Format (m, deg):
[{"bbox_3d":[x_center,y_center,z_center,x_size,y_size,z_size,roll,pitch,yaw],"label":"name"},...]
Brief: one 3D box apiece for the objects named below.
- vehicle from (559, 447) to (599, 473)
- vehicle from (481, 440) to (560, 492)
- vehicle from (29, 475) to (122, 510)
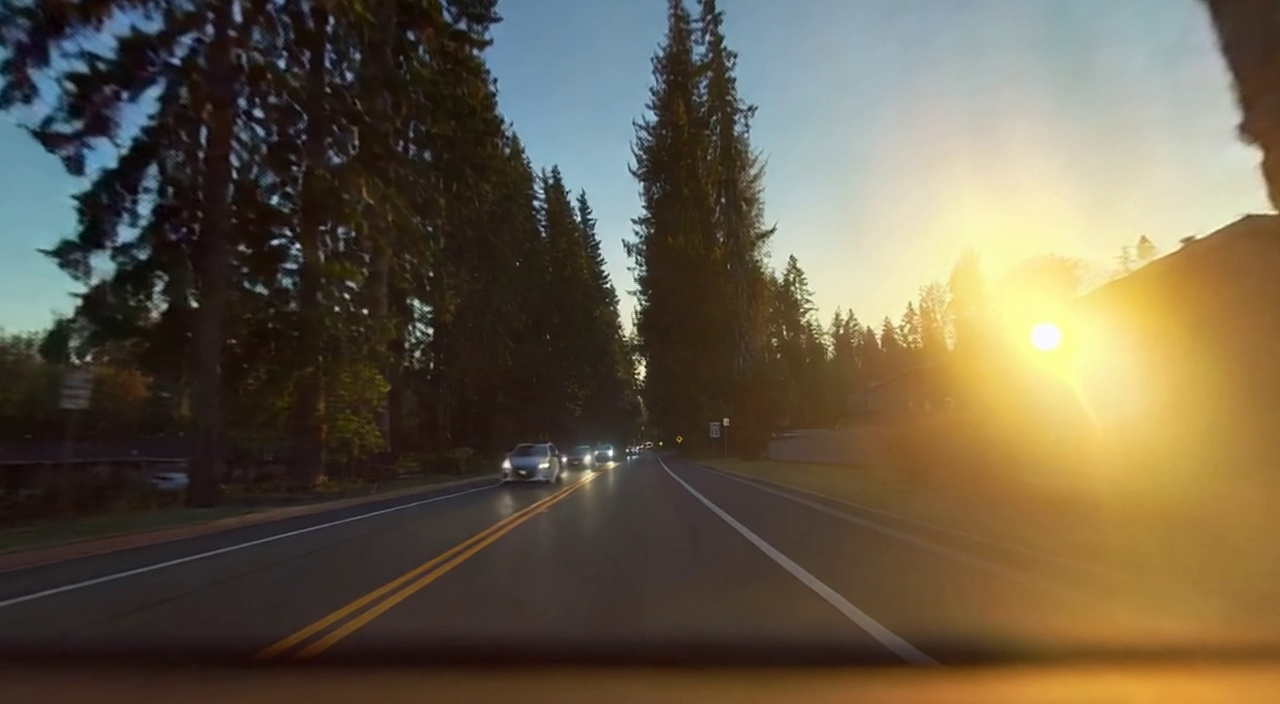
[{"bbox_3d":[-3.793,6.808,40.038,2.031,1.477,4.450,-1,-9,1],"label":"vehicle"},{"bbox_3d":[-4.303,4.173,23.526,1.984,1.705,4.346,-1,-8,2],"label":"vehicle"},{"bbox_3d":[-42.190,10.455,47.430,2.099,2.149,5.433,0,-9,-4],"label":"vehicle"}]
